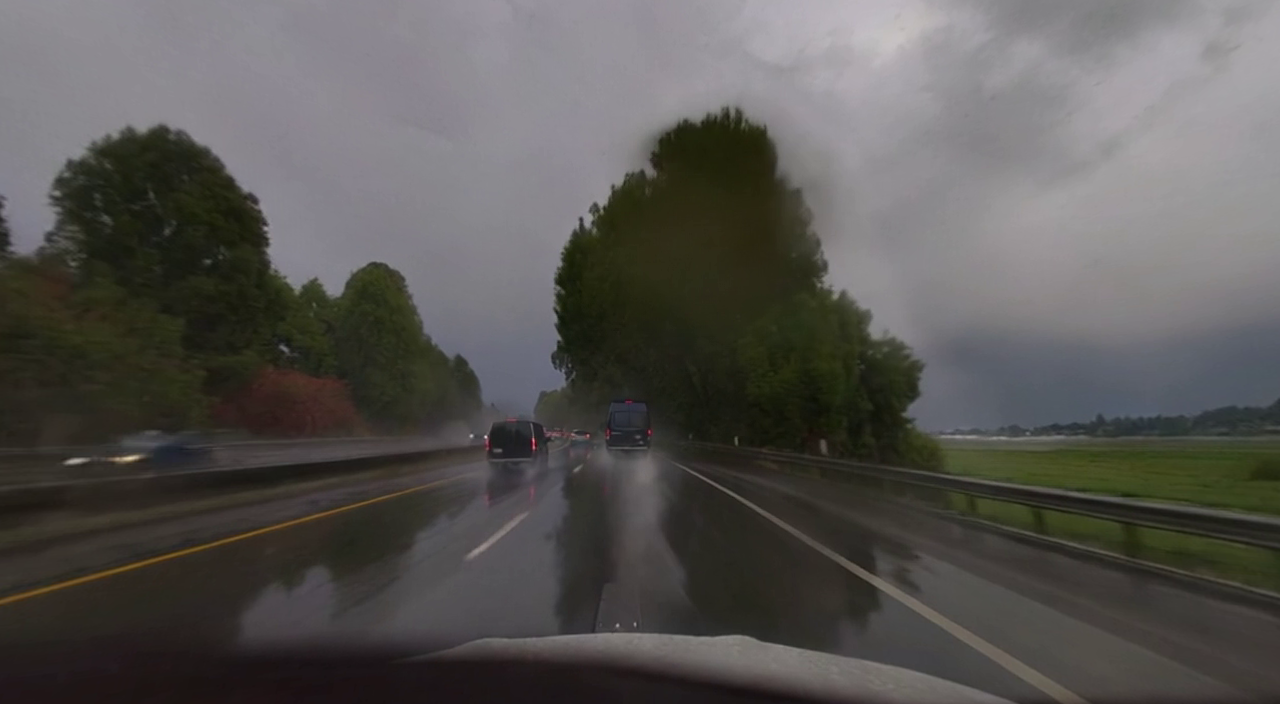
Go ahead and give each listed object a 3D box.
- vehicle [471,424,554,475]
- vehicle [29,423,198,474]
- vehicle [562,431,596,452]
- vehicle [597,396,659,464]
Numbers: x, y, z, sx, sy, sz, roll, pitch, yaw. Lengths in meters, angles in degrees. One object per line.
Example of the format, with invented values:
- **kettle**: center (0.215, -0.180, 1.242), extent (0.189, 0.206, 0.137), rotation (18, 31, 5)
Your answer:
- **vehicle**: center (-4.439, 3.442, 22.649), extent (2.110, 1.636, 4.453), rotation (0, -8, -1)
- **vehicle**: center (-16.493, 3.014, 20.070), extent (1.735, 1.433, 4.237), rotation (1, -7, -1)
- **vehicle**: center (-4.425, 6.546, 46.142), extent (2.251, 1.459, 4.236), rotation (0, -8, -2)
- **vehicle**: center (-0.684, 3.784, 30.286), extent (2.647, 2.896, 6.480), rotation (1, -8, -3)
